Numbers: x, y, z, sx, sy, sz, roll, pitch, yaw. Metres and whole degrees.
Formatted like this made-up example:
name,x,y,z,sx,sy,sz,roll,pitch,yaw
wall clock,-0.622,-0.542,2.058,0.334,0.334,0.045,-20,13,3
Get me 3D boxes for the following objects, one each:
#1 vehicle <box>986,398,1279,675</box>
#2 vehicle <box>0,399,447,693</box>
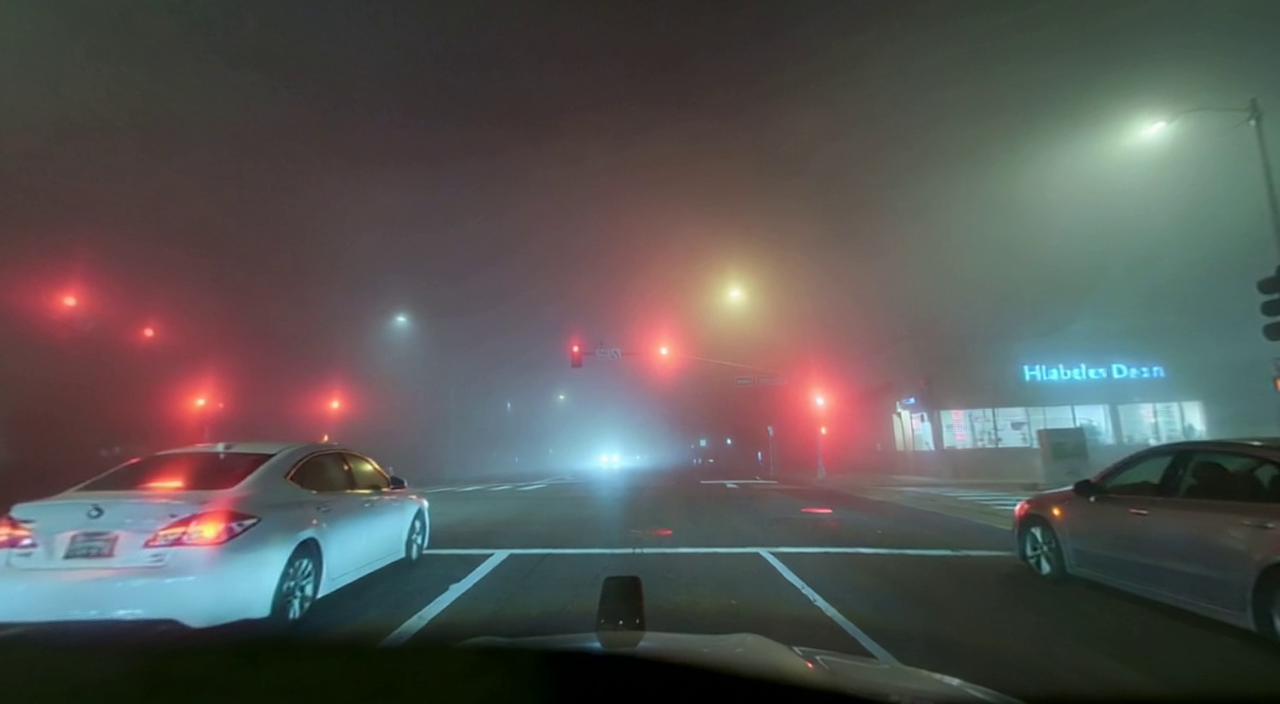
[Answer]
name,x,y,z,sx,sy,sz,roll,pitch,yaw
vehicle,4.902,1.260,4.746,2.039,1.655,4.495,0,-9,1
vehicle,-3.443,1.402,5.724,1.947,1.627,4.248,0,-9,1
